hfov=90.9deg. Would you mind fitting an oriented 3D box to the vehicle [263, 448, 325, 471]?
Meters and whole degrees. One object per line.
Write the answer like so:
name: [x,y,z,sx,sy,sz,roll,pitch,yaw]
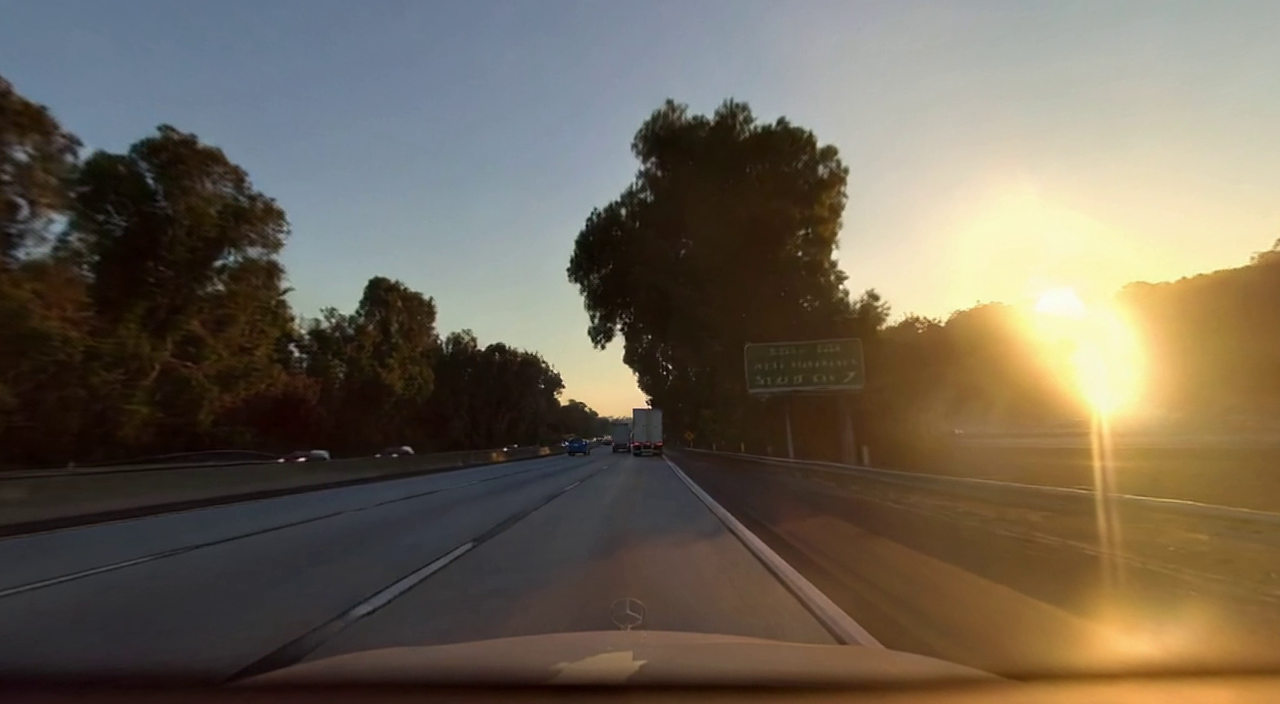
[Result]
vehicle: [-25.508,7.936,46.648,2.060,1.559,4.348,0,-8,1]
